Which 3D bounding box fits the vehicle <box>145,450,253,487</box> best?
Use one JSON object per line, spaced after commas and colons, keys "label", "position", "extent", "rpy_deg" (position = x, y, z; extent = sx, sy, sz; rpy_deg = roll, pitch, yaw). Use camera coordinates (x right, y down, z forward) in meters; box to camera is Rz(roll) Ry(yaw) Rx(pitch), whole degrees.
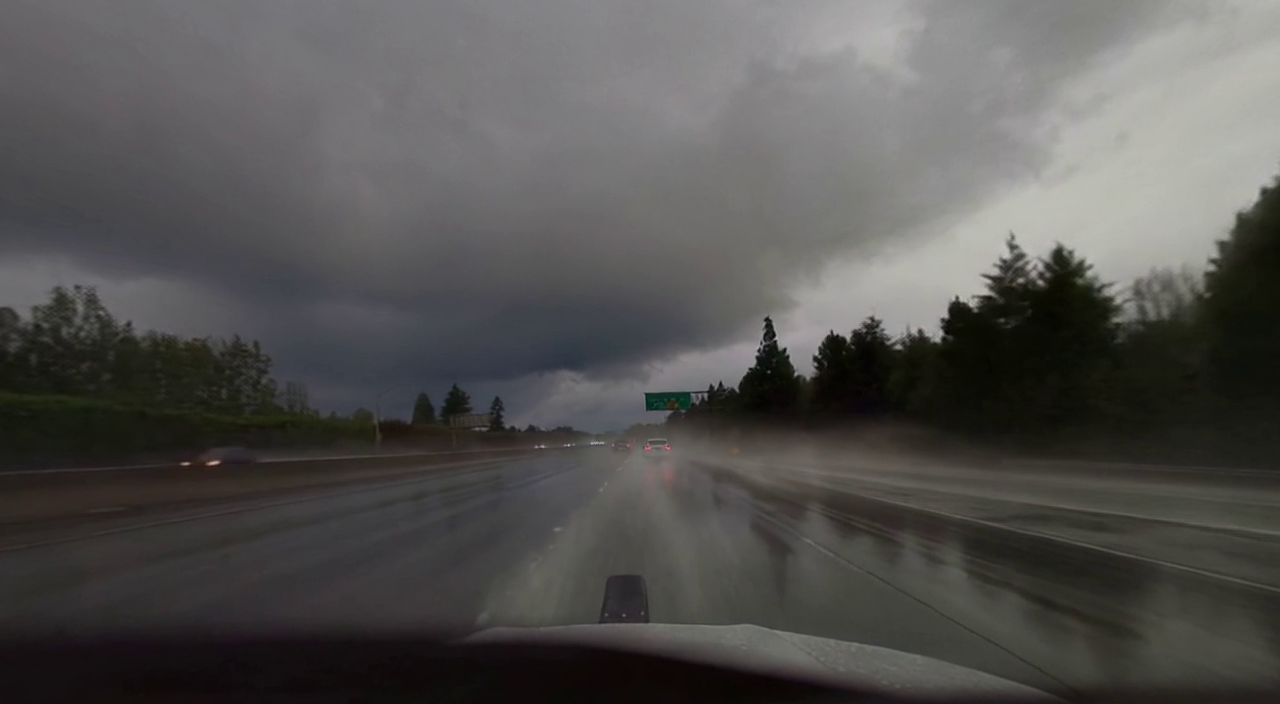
{"label": "vehicle", "position": [-21.471, 5.657, 31.000], "extent": [1.967, 1.650, 4.627], "rpy_deg": [0, -8, 0]}

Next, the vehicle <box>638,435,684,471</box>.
{"label": "vehicle", "position": [1.038, 5.395, 33.840], "extent": [2.260, 1.766, 4.348], "rpy_deg": [0, -8, 0]}
